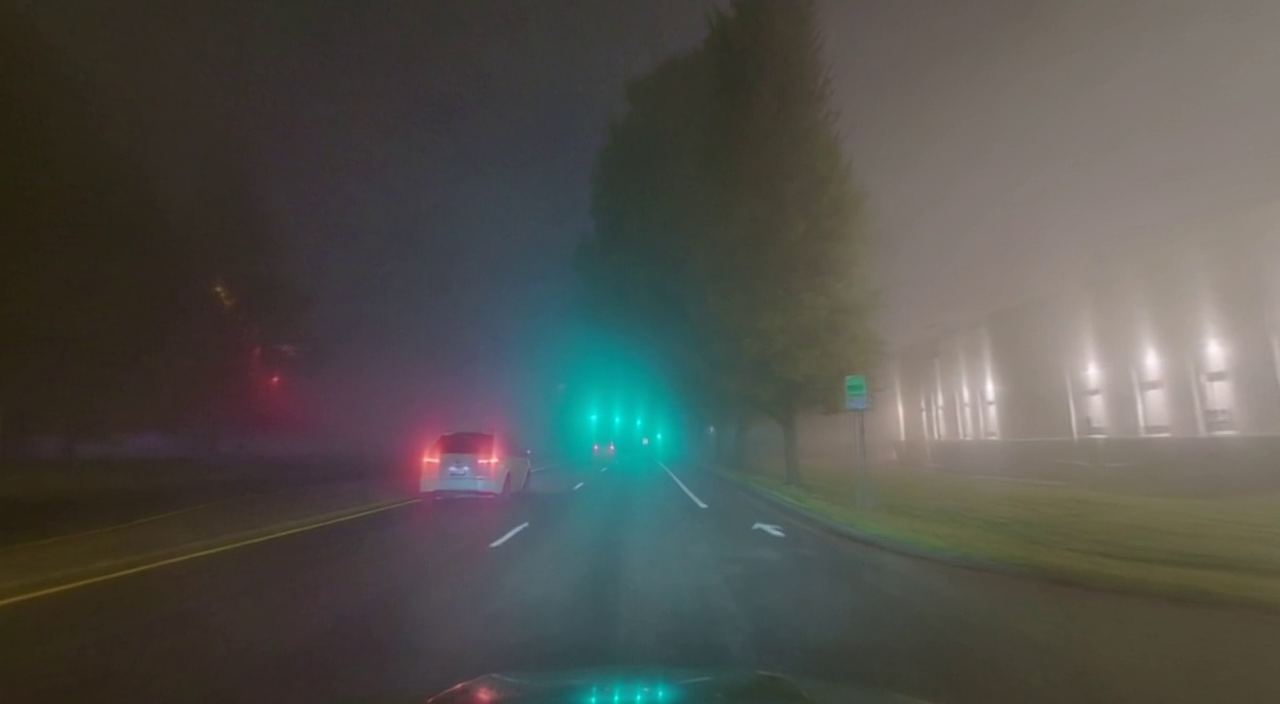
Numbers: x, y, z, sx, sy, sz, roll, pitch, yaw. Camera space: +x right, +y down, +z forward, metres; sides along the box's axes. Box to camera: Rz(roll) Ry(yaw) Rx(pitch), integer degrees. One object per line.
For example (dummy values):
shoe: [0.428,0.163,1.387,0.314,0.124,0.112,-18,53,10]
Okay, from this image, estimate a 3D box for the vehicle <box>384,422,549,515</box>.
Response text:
vehicle: [-3.539,2.484,14.039,2.202,1.685,4.772,0,-8,1]
